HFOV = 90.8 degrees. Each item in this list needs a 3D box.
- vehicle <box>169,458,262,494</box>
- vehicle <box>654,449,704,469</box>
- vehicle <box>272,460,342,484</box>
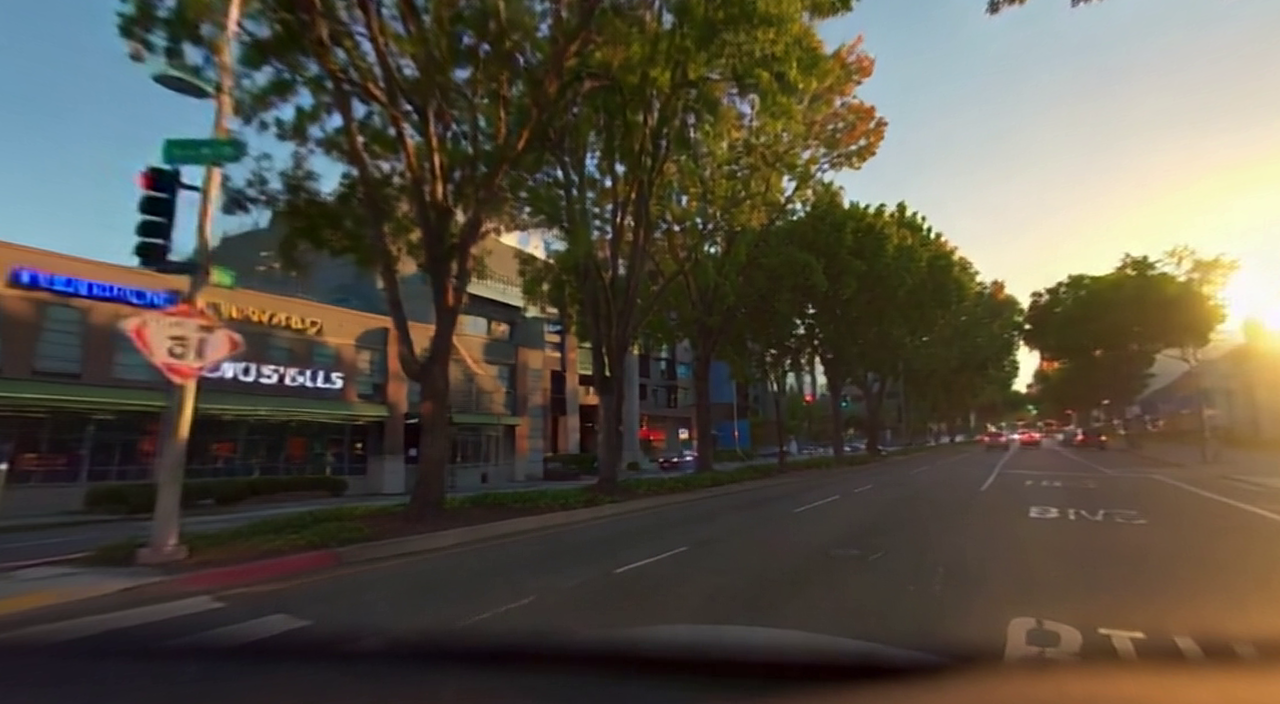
[{"bbox_3d":[-20.423,5.935,30.360,3.994,1.471,1.956,-4,-14,30],"label":"vehicle"},{"bbox_3d":[3.064,8.158,48.270,1.840,1.440,4.442,-7,-11,32],"label":"vehicle"},{"bbox_3d":[-24.333,8.751,46.250,1.689,1.534,4.158,-10,-14,33],"label":"vehicle"}]
